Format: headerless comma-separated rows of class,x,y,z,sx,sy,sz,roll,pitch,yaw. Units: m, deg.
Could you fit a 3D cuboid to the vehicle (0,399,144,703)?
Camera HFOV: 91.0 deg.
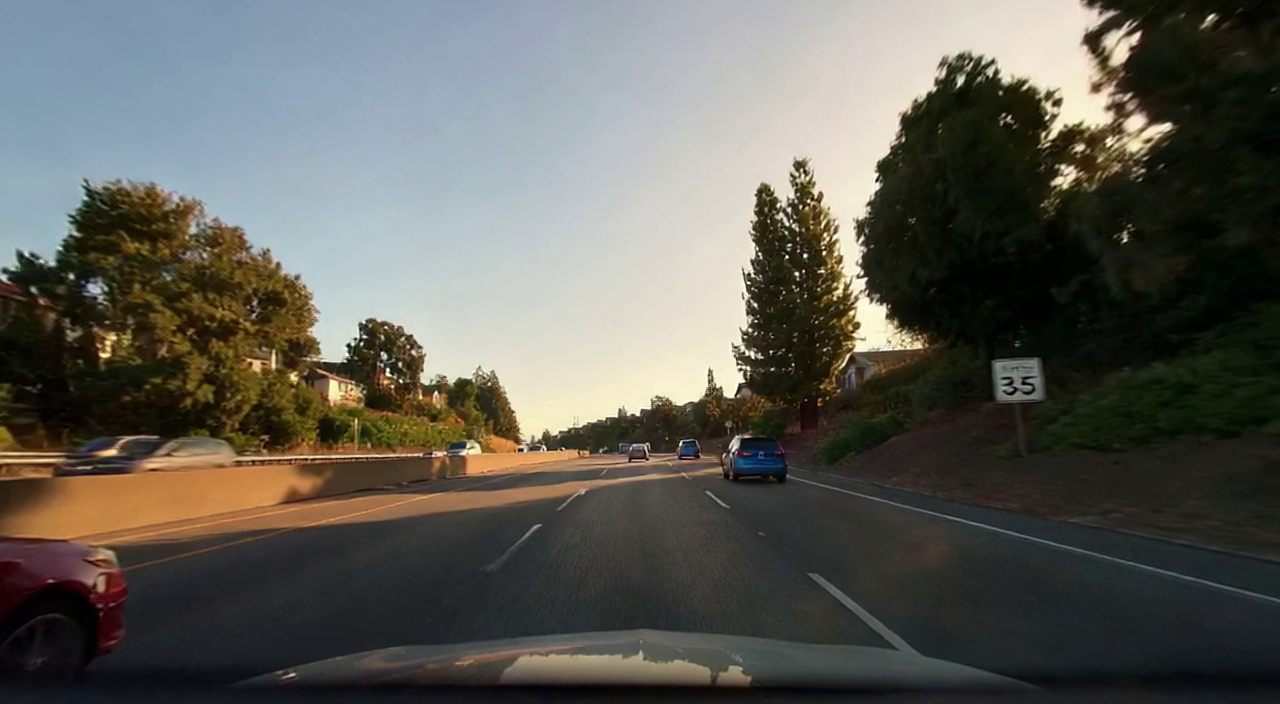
vehicle,-3.794,0.751,1.218,2.036,1.528,4.400,0,-9,0

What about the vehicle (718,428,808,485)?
vehicle,3.952,3.442,20.952,2.092,1.686,4.188,0,-9,-1
